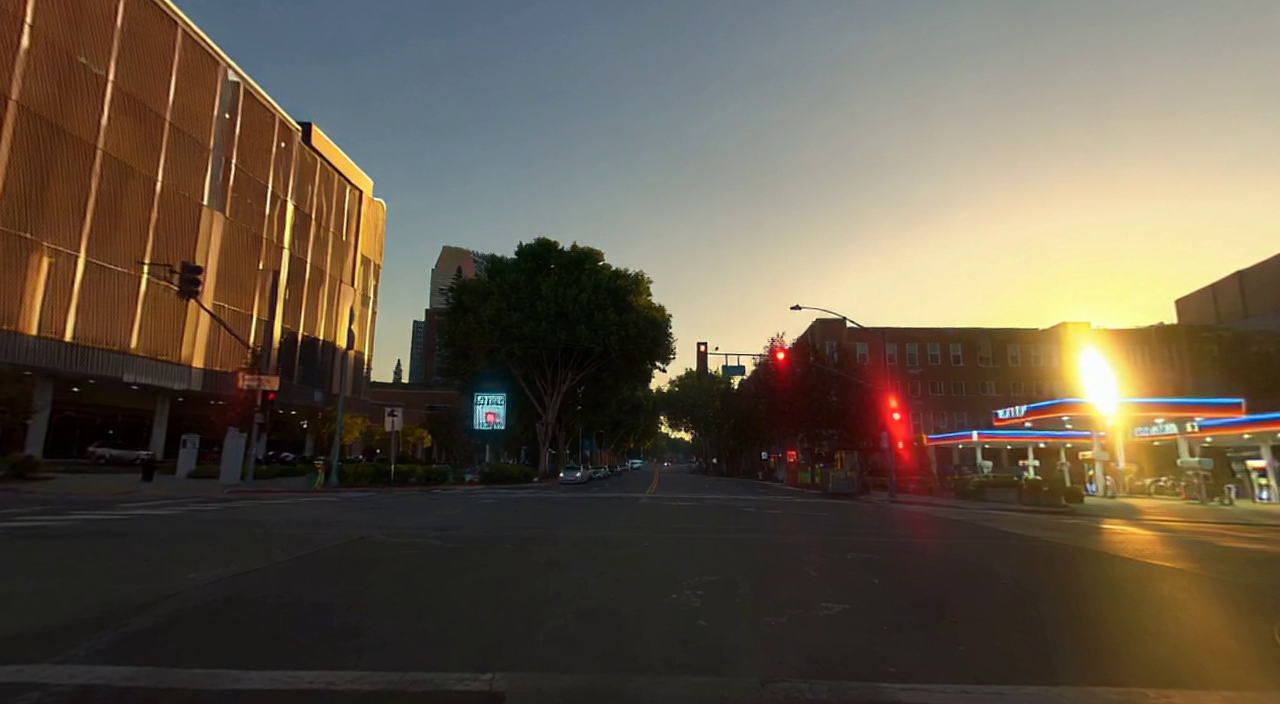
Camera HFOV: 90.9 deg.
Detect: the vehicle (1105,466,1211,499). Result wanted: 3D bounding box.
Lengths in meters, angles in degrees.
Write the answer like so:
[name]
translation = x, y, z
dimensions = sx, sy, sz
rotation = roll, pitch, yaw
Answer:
[vehicle]
translation = 28.016, 7.053, 34.323
dimensions = 1.897, 1.466, 4.211
rotation = 1, -8, -6
